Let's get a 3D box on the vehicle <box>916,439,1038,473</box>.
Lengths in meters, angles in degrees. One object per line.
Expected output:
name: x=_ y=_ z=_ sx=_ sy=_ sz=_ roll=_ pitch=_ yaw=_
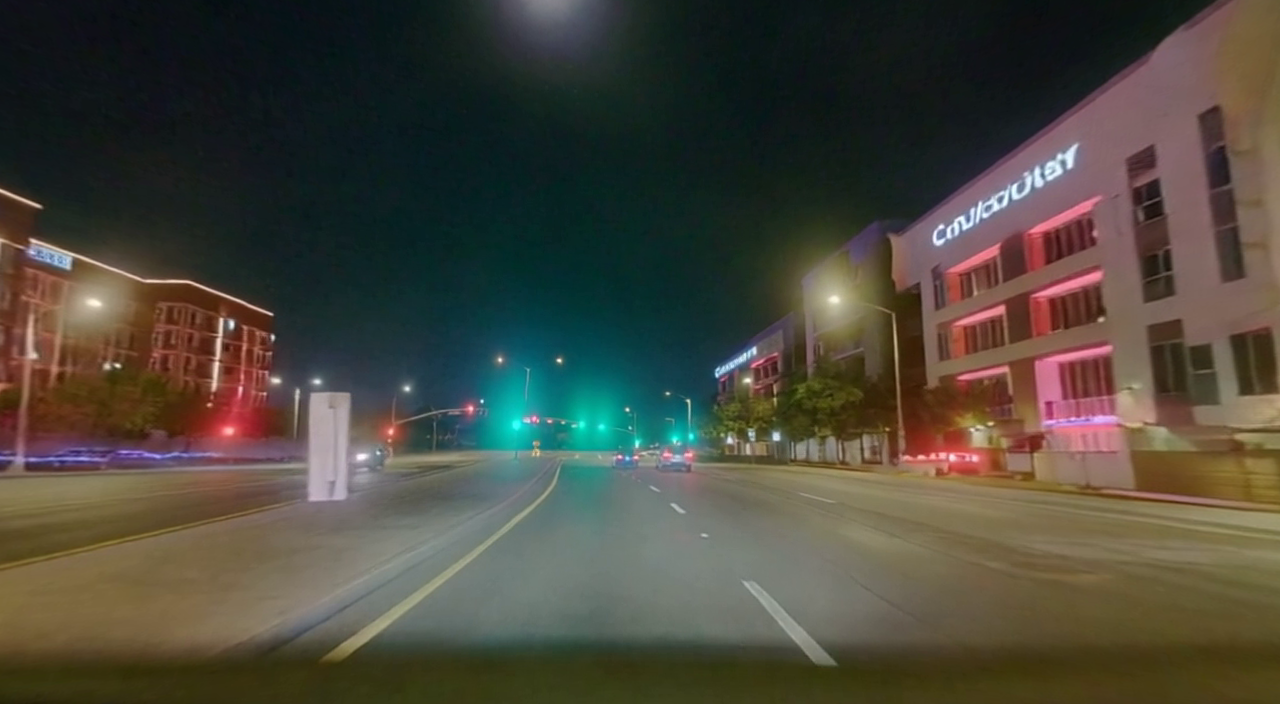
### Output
vehicle: x=15.690 y=4.850 z=29.546 sx=4.648 sy=1.510 sz=1.891 roll=0 pitch=-9 yaw=-5

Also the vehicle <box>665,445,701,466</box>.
vehicle: x=3.134 y=7.659 z=46.802 sx=1.932 sy=1.439 sz=4.159 roll=1 pitch=-9 yaw=-7

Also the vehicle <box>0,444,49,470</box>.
vehicle: x=-41.820 y=6.880 z=41.454 sx=1.869 sy=1.599 sz=4.572 roll=1 pitch=-9 yaw=-6

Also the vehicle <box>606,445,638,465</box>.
vehicle: x=-1.461 y=8.043 z=49.690 sx=2.020 sy=1.479 sz=4.650 roll=1 pitch=-9 yaw=-8

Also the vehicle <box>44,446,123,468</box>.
vehicle: x=-42.558 y=8.022 z=48.470 sx=1.904 sy=1.573 sz=4.827 roll=1 pitch=-9 yaw=-5
